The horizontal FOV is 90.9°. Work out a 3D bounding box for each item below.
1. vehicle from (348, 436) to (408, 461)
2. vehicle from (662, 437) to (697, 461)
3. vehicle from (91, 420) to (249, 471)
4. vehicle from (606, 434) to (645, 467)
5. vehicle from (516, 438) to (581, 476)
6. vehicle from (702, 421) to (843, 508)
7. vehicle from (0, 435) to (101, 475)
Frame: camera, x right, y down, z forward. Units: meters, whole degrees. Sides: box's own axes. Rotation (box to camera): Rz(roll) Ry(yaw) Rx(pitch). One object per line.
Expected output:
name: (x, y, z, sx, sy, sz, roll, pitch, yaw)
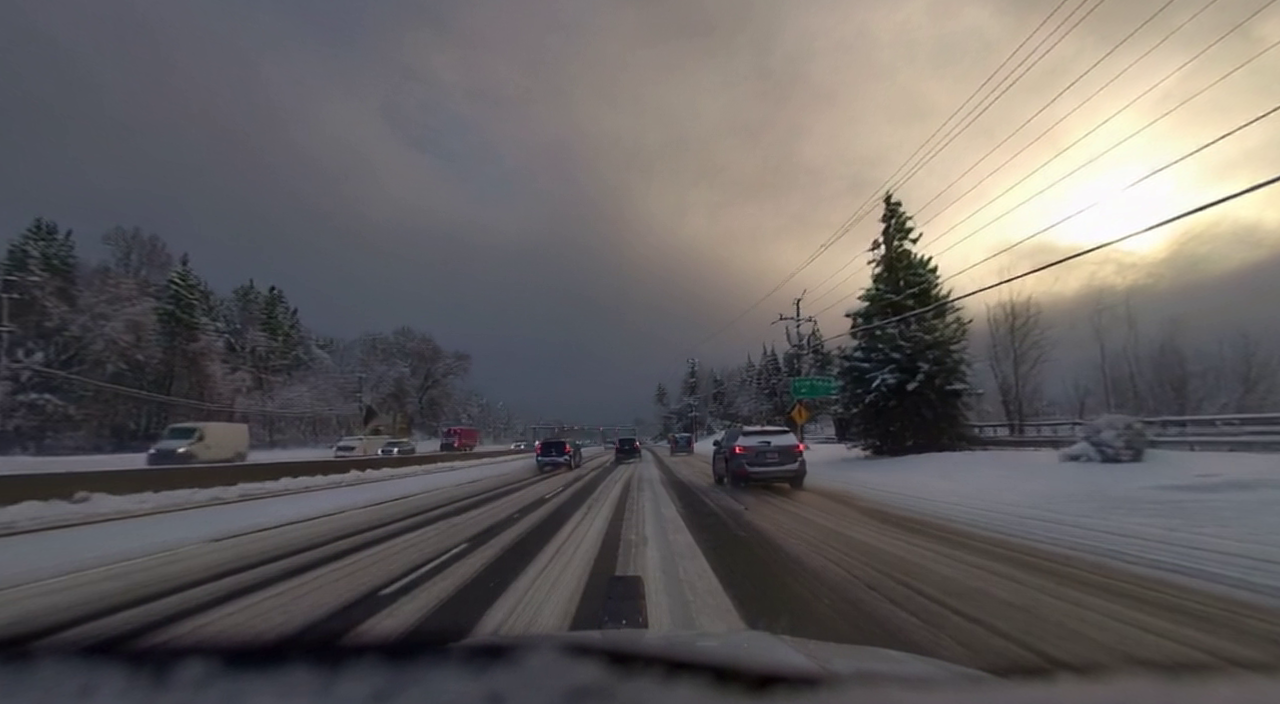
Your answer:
vehicle: (-16.969, 6.269, 41.060, 1.945, 1.555, 4.551, 0, -8, 0)
vehicle: (2.993, 7.437, 48.521, 2.099, 1.720, 4.829, 0, -8, -3)
vehicle: (-20.568, 4.165, 28.134, 2.350, 1.970, 6.174, 0, -8, -1)
vehicle: (-0.859, 5.770, 36.984, 2.192, 1.769, 4.287, 0, -8, -1)
vehicle: (-3.985, 4.679, 28.402, 2.091, 1.562, 5.220, 0, -8, 1)
vehicle: (2.897, 2.610, 15.070, 2.102, 1.723, 4.745, 0, -8, -3)
vehicle: (-24.191, 4.077, 25.068, 1.806, 1.445, 4.241, 0, -8, 0)
